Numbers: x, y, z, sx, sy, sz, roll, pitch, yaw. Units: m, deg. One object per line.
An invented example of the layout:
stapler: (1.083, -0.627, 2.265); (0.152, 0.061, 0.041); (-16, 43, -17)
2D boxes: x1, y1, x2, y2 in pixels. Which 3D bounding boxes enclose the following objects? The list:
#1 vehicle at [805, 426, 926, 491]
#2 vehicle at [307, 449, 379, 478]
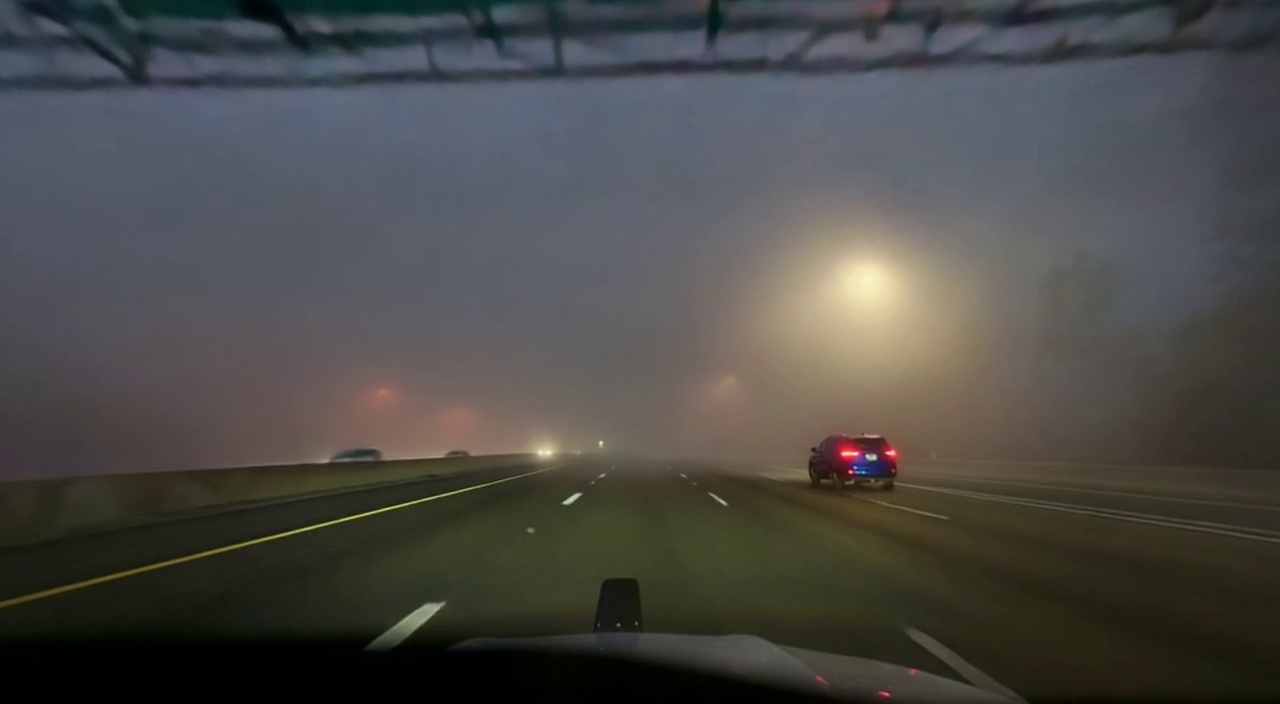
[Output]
vehicle: (7.294, 3.511, 21.079); (2.222, 1.899, 4.595); (0, -9, -1)
vehicle: (-17.638, 6.614, 37.754); (1.976, 1.606, 4.626); (0, -9, 0)
